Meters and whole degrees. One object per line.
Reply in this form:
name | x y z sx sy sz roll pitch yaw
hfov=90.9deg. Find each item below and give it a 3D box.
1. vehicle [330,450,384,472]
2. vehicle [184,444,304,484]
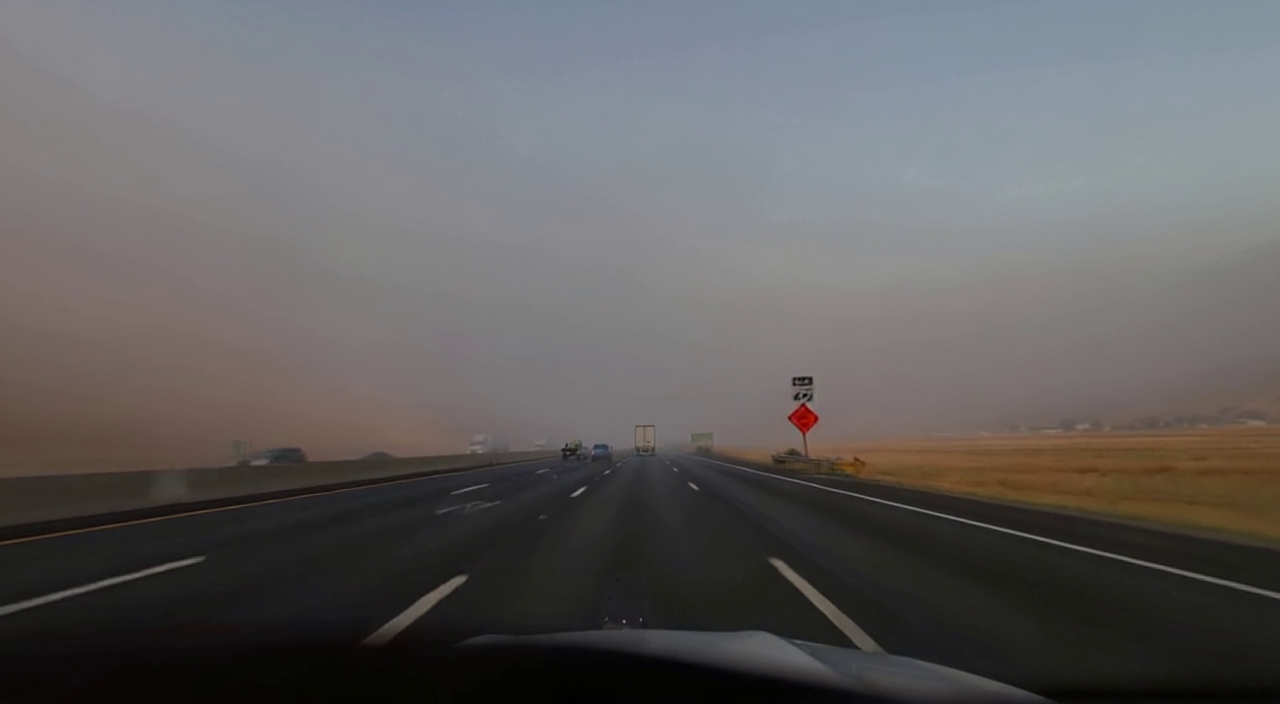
vehicle | -20.979 8.088 46.995 1.836 1.438 4.618 0 -8 1
vehicle | -17.319 4.902 27.964 2.093 1.576 4.894 0 -8 1
